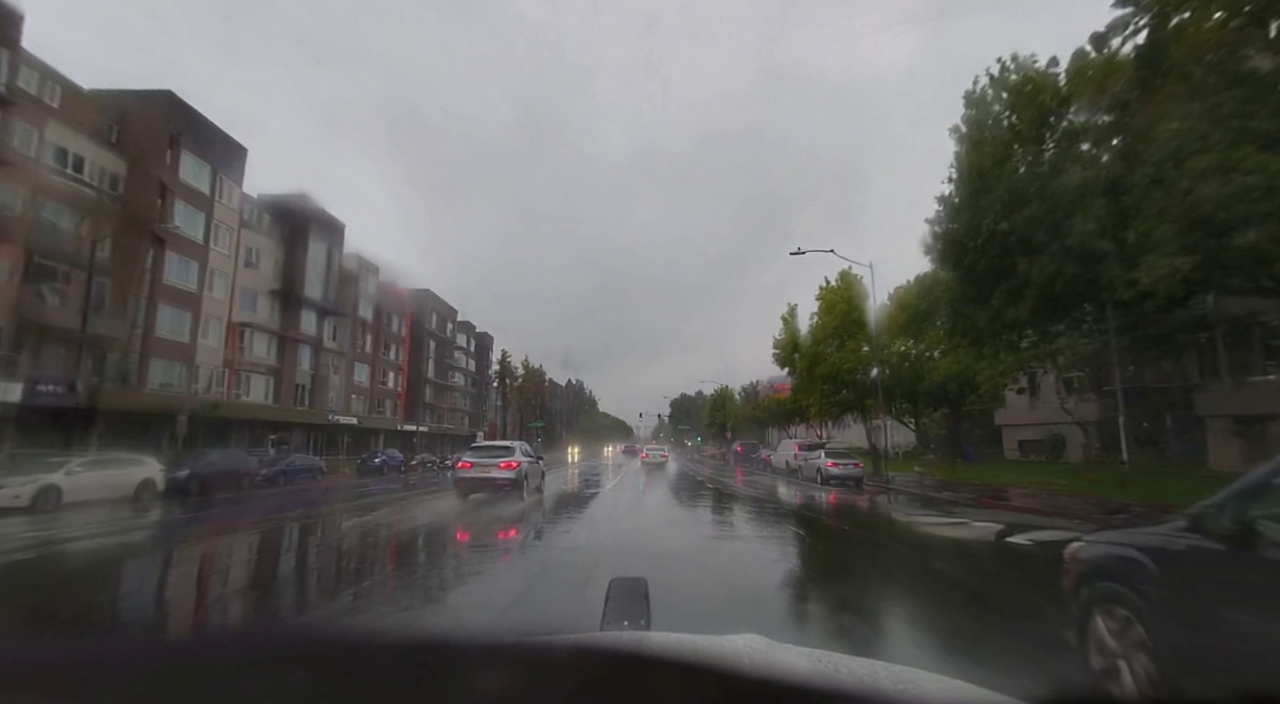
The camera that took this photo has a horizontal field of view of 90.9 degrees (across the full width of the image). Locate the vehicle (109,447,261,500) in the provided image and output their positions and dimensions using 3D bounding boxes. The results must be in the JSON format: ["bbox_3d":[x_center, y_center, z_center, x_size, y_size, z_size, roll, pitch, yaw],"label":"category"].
[{"bbox_3d":[-16.970,4.495,23.913,2.121,1.678,4.936,-2,-8,0],"label":"vehicle"}]

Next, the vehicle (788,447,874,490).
[{"bbox_3d":[7.229,4.433,24.409,1.880,1.451,4.958,0,-9,1],"label":"vehicle"}]

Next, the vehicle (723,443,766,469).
[{"bbox_3d":[7.377,7.417,45.176,2.207,1.789,5.099,0,-9,0],"label":"vehicle"}]

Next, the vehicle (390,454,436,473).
[{"bbox_3d":[-16.632,8.158,46.358,1.668,1.298,4.337,0,-9,1],"label":"vehicle"}]

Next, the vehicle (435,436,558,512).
[{"bbox_3d":[-3.166,2.775,14.817,1.860,1.510,4.073,0,-9,1],"label":"vehicle"}]

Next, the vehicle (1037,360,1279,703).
[{"bbox_3d":[3.260,0.753,1.557,1.987,1.637,3.896,0,-9,0],"label":"vehicle"}]

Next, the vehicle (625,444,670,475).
[{"bbox_3d":[0.390,5.353,31.636,2.103,1.468,4.094,0,-9,1],"label":"vehicle"}]

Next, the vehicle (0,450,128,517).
[{"bbox_3d":[-17.160,3.613,17.727,1.910,1.638,4.198,0,-9,1],"label":"vehicle"}]

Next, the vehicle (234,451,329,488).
[{"bbox_3d":[-16.977,5.544,30.136,1.915,1.497,4.445,-2,-8,1],"label":"vehicle"}]

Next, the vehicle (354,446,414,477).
[{"bbox_3d":[-16.645,7.090,41.194,2.089,1.756,4.486,-2,-8,-1],"label":"vehicle"}]
